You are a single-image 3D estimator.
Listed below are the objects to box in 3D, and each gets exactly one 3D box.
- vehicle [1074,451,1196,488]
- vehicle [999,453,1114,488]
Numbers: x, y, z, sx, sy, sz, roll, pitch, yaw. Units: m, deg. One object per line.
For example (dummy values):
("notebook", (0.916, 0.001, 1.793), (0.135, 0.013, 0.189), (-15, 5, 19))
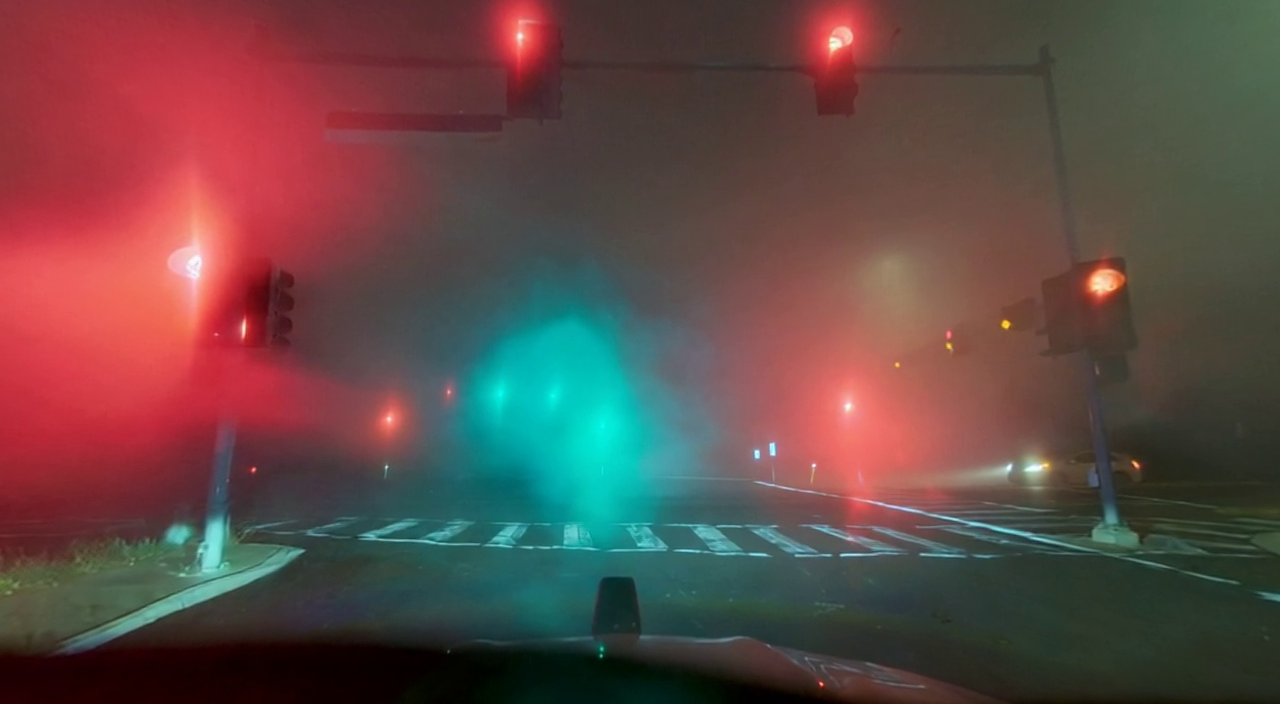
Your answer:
("vehicle", (22.742, 5.451, 29.057), (3.998, 1.590, 1.936), (1, -12, -6))
("vehicle", (21.392, 6.115, 32.469), (4.455, 1.647, 2.124), (1, -12, -7))
